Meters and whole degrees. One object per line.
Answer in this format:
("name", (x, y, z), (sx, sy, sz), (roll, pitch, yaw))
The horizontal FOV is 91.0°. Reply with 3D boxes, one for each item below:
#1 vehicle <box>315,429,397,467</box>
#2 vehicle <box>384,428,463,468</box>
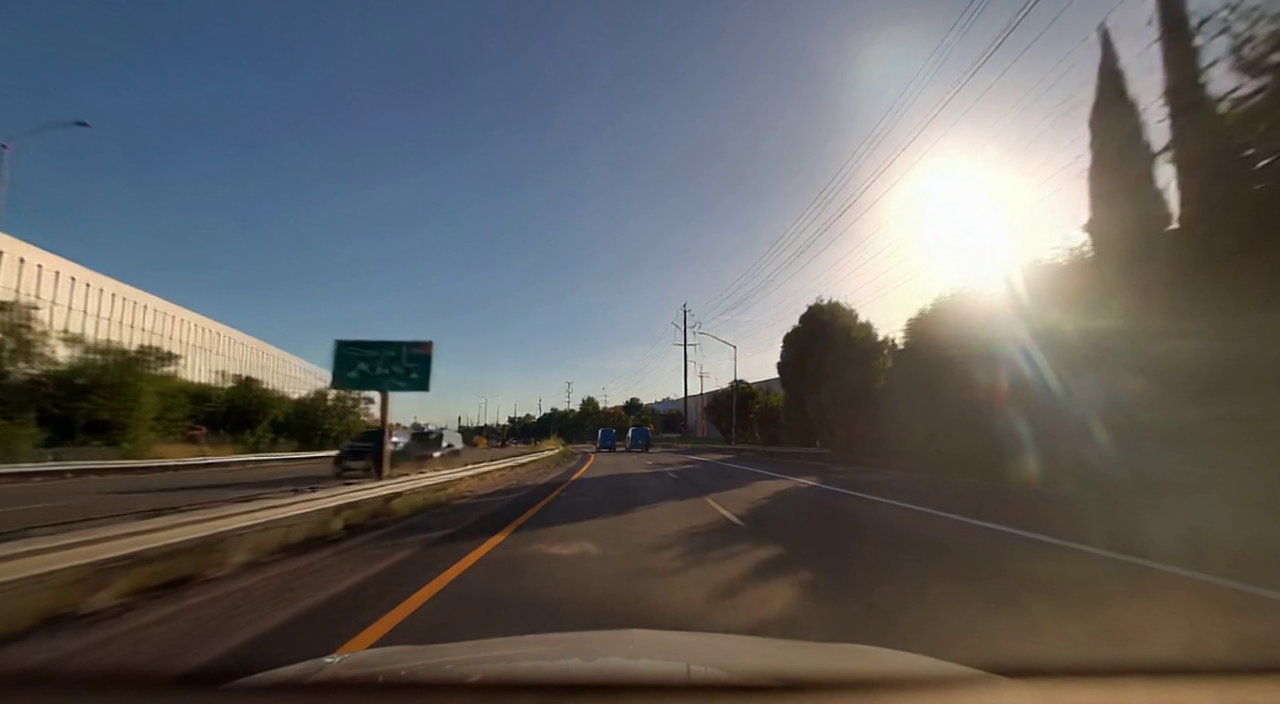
("vehicle", (-12.830, 4.349, 28.755), (1.891, 1.569, 4.069), (0, -8, -1))
("vehicle", (-8.900, 3.983, 26.272), (1.857, 1.503, 4.438), (0, -8, -2))
